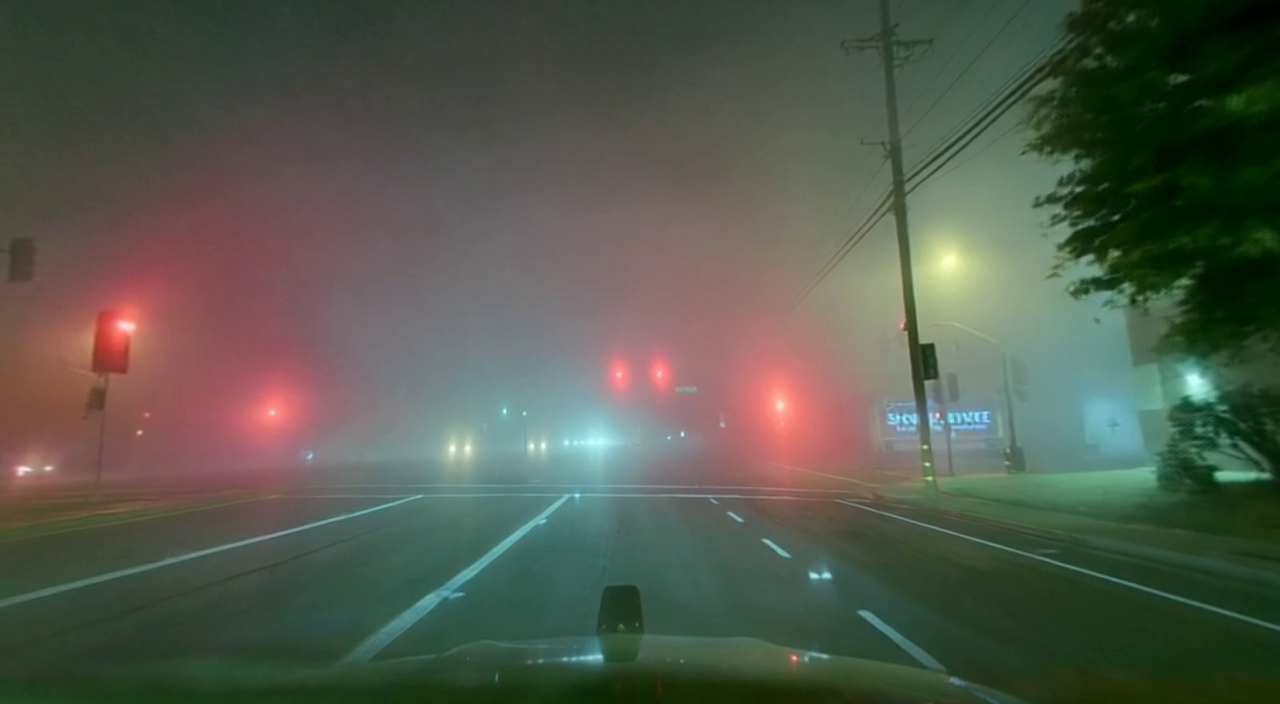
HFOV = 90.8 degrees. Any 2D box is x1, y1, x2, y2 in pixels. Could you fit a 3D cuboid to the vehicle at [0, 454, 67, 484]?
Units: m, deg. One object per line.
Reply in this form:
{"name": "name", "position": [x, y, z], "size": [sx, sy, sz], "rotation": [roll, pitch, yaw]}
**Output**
{"name": "vehicle", "position": [-33.500, 6.166, 33.408], "size": [4.500, 1.465, 1.936], "rotation": [0, -8, 1]}
